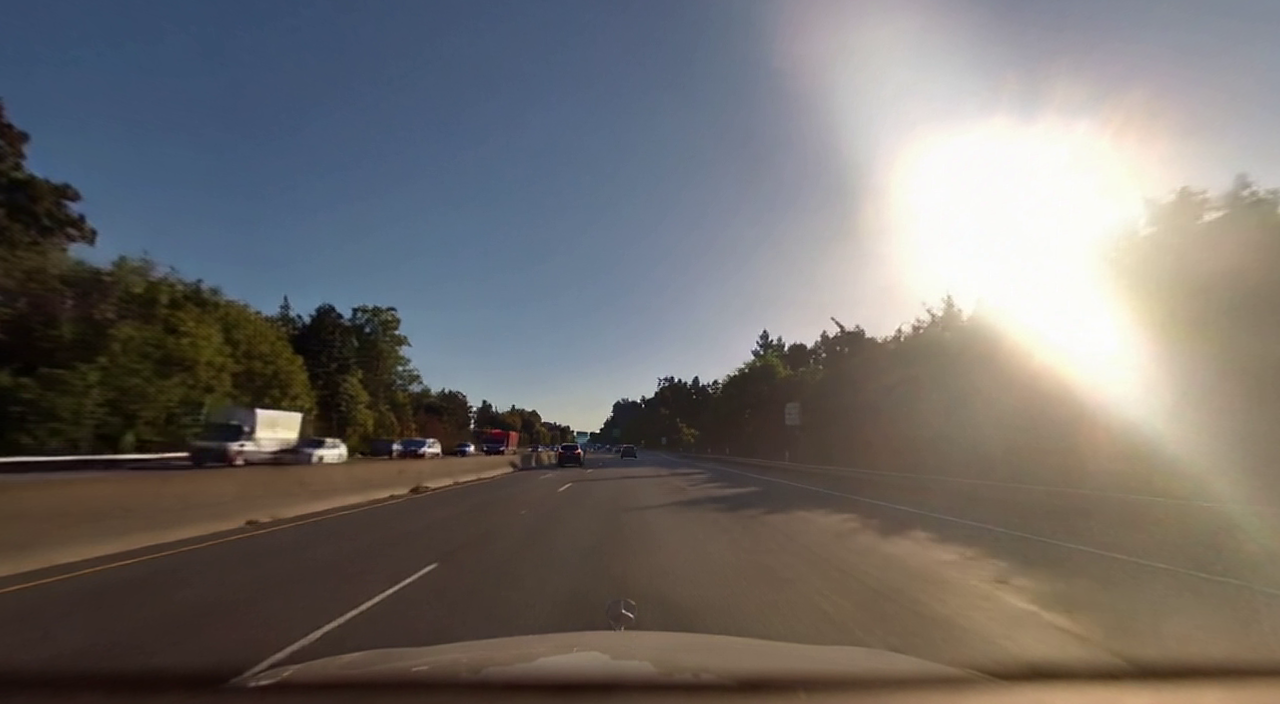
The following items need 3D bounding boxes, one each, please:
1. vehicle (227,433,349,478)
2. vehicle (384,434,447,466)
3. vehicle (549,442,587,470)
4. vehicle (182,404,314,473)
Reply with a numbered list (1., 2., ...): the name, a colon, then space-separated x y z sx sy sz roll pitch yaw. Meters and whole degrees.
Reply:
1. vehicle: -13.193 3.905 23.902 2.021 1.520 4.580 0 -9 0
2. vehicle: -13.349 5.891 37.581 2.025 1.744 4.877 0 -9 -1
3. vehicle: -4.601 6.712 40.598 2.098 1.692 4.038 0 -9 -1
4. vehicle: -18.074 4.088 29.447 2.305 2.886 6.006 0 -9 -1
